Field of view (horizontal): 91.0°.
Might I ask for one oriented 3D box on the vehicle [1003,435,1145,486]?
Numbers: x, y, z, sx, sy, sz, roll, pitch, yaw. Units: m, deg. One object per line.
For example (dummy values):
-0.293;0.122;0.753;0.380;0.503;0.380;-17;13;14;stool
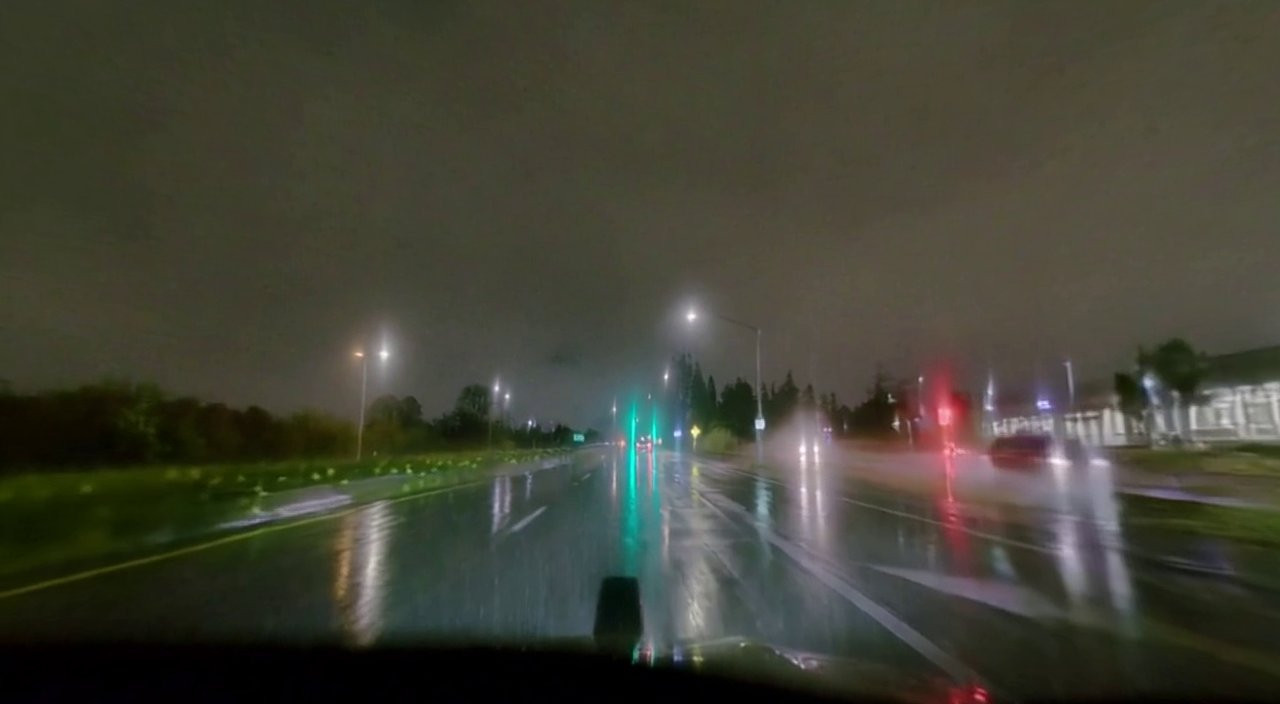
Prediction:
16.106;4.035;23.734;2.037;1.718;4.610;0;-9;0;vehicle
